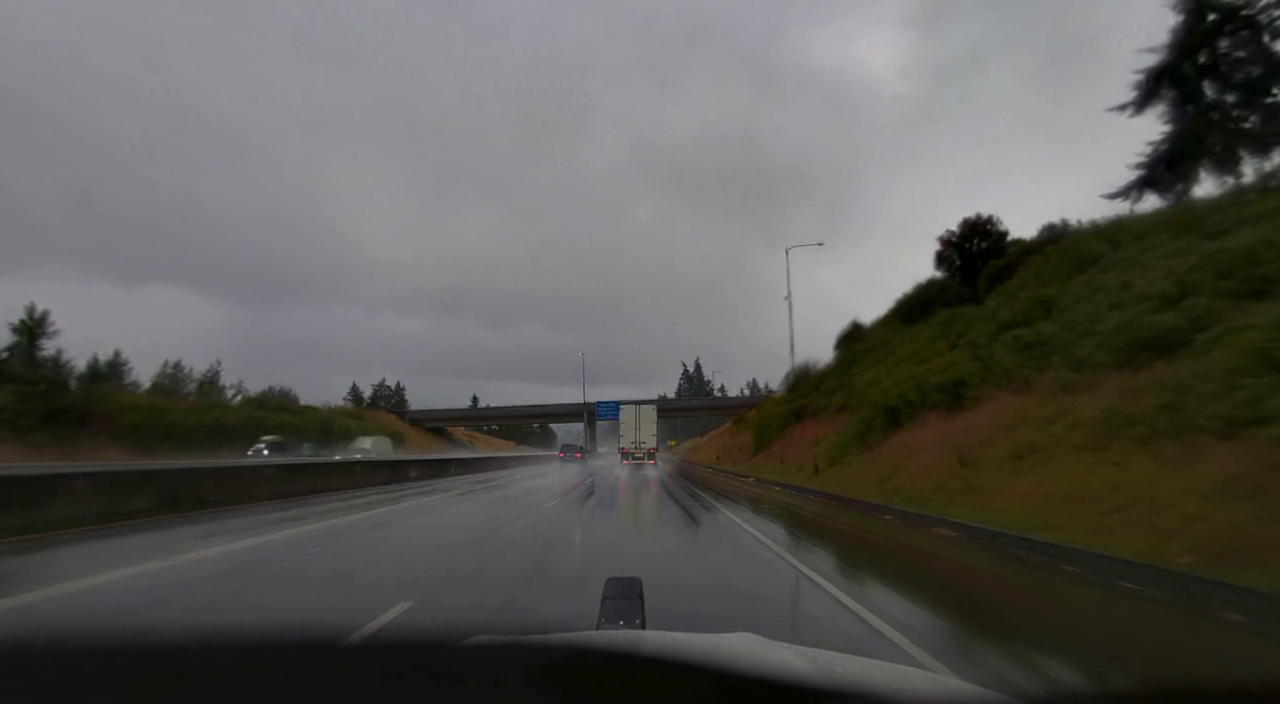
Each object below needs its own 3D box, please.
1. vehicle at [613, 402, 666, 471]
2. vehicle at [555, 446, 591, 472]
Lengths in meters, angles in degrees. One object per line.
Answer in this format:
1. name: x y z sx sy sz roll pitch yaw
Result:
1. vehicle: -0.186 5.844 42.747 3.033 3.985 12.383 0 -9 -1
2. vehicle: -4.354 6.978 41.392 2.005 1.595 4.253 0 -9 -2
